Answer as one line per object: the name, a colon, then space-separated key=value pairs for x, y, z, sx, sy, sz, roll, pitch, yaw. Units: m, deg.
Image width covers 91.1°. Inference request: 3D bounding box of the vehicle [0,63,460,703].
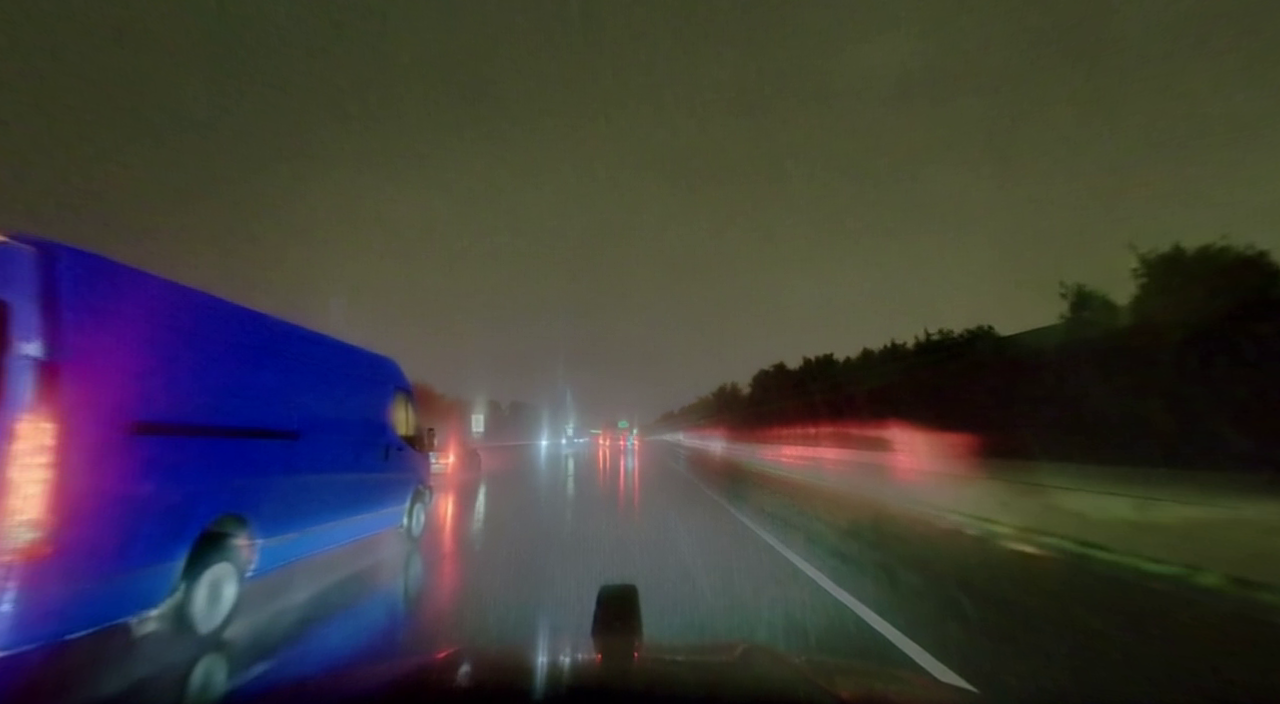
vehicle: x=-3.854 y=0.644 z=5.577 sx=2.428 sy=2.782 sz=7.330 roll=0 pitch=-8 yaw=-1
